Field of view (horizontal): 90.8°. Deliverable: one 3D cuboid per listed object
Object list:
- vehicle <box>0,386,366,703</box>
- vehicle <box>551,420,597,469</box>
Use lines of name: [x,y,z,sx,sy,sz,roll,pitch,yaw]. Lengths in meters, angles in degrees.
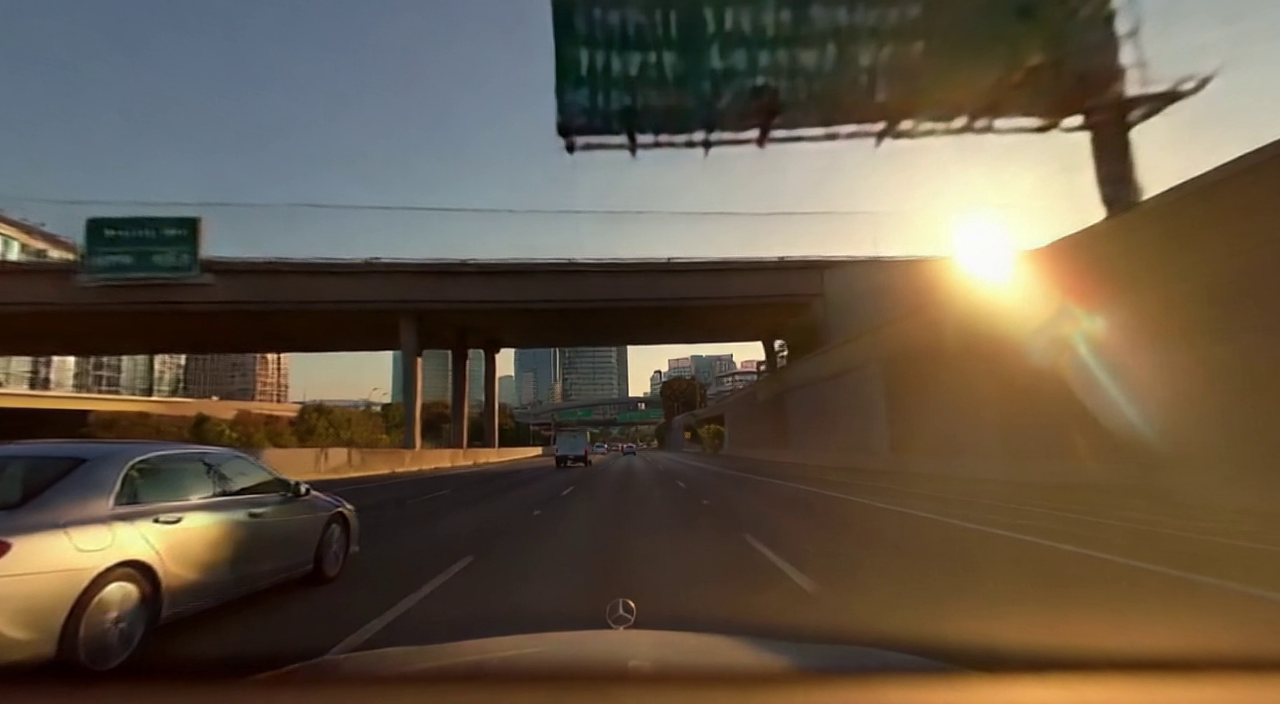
vehicle: [-3.720,1.106,3.837,2.025,1.556,4.594,0,-8,0]
vehicle: [-4.273,6.128,41.862,2.364,2.953,6.732,0,-8,-1]
